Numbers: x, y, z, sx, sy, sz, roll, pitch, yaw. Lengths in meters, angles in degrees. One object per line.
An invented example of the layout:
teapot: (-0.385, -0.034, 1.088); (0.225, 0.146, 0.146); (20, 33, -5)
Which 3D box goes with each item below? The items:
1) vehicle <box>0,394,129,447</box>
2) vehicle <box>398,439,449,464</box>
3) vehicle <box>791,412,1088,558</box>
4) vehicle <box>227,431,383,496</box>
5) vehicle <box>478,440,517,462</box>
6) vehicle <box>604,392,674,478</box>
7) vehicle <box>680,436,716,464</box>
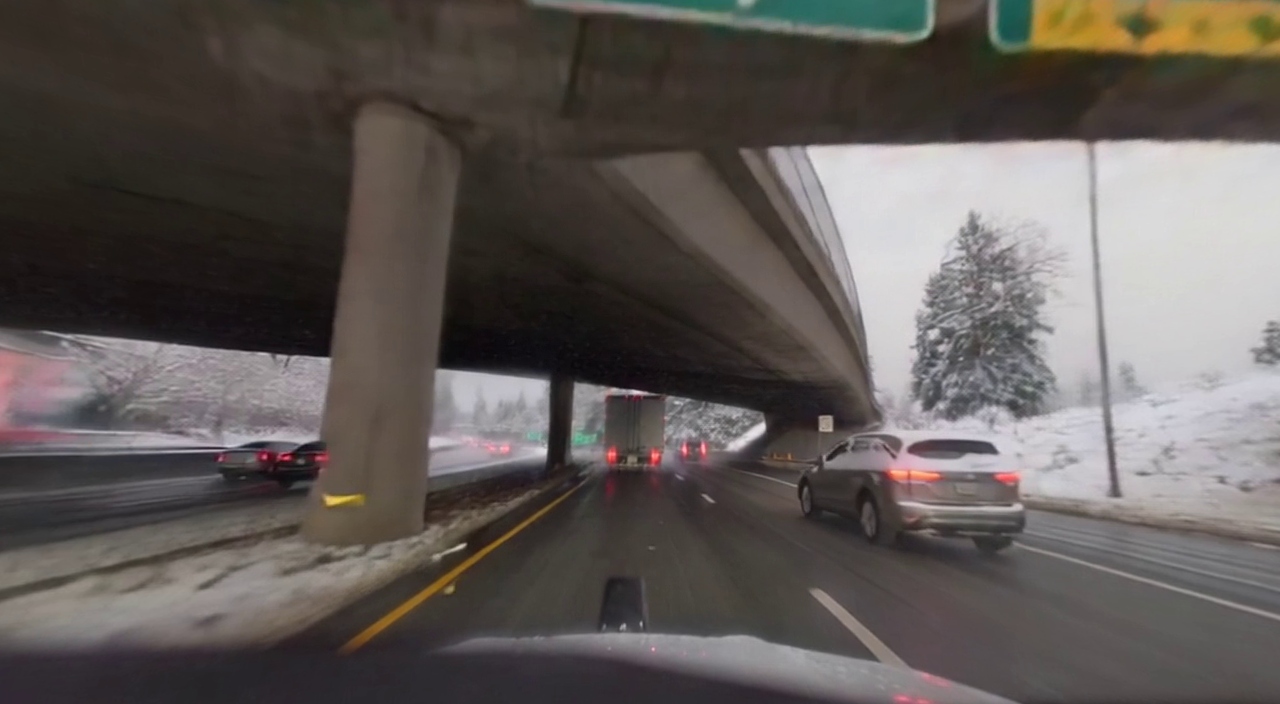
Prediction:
vehicle: (-44.389, 5.458, 48.881); (2.912, 3.705, 8.180); (0, -8, -3)
vehicle: (-13.778, 6.334, 40.356); (1.906, 1.510, 4.303); (0, -8, -2)
vehicle: (4.151, 1.944, 10.060); (2.189, 1.709, 5.131); (0, -8, 0)
vehicle: (-9.039, 3.030, 17.565); (2.006, 1.562, 4.475); (0, -8, -2)
vehicle: (-10.619, 7.401, 47.275); (2.057, 1.506, 4.829); (0, -8, -3)
vehicle: (-0.125, 4.265, 31.969); (2.916, 3.584, 10.841); (0, -8, -1)
vehicle: (4.438, 7.586, 48.960); (2.174, 1.968, 5.016); (0, -8, -2)
